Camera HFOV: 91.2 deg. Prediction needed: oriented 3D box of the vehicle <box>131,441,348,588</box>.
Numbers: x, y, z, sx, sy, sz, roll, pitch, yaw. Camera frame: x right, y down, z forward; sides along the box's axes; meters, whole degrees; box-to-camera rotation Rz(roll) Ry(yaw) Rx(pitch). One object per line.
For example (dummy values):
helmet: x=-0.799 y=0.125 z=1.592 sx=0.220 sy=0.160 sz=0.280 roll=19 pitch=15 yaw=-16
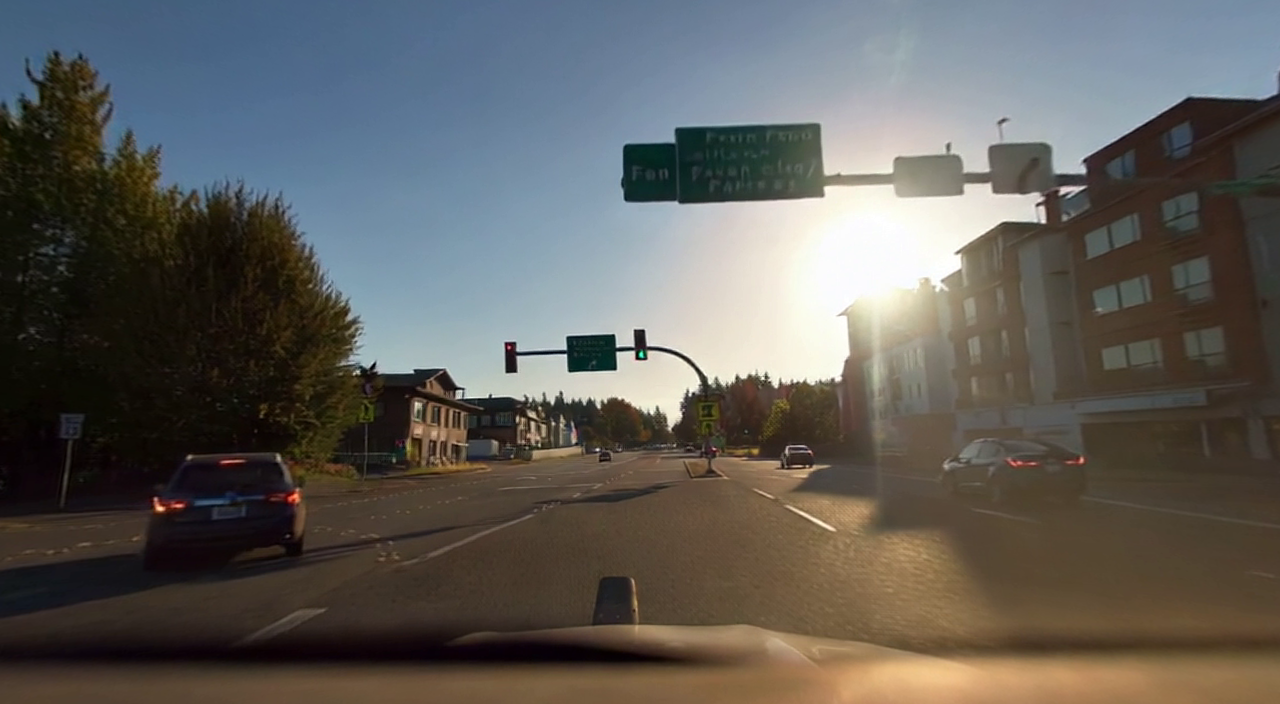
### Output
vehicle: x=-5.515 y=2.050 z=8.786 sx=2.014 sy=1.525 sz=3.670 roll=5 pitch=-10 yaw=-32

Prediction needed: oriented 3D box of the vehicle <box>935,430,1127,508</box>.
vehicle: x=9.099 y=2.747 z=15.117 sx=2.007 sy=1.586 sz=4.210 roll=-1 pitch=-9 yaw=3

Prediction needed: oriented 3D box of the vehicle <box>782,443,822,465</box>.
vehicle: x=11.636 y=7.324 z=45.211 sx=1.931 sy=1.475 sz=4.092 roll=-1 pitch=-9 yaw=3
